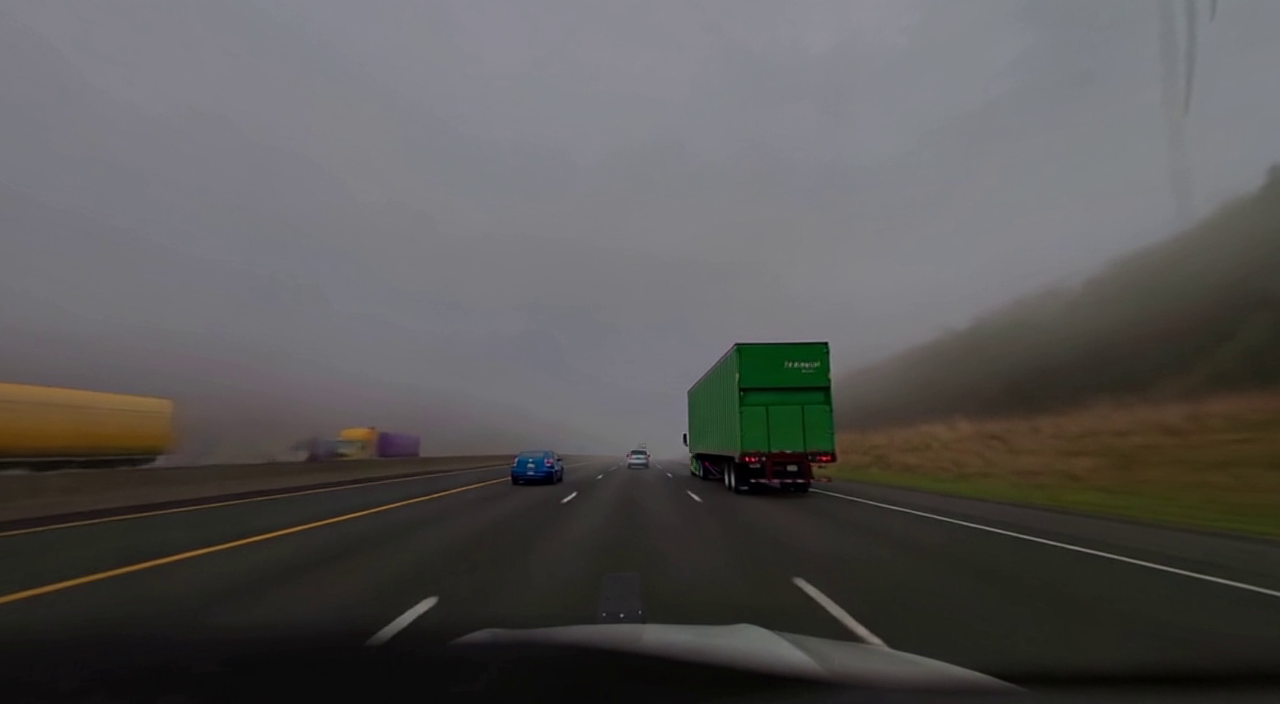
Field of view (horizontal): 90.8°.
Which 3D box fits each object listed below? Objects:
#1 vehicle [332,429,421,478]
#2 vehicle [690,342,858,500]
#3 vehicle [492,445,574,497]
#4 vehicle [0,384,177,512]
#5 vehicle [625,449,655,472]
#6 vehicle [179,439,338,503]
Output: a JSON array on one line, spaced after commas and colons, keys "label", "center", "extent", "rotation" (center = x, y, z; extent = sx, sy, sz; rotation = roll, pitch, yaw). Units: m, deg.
[{"label": "vehicle", "center": [-19.269, 7.540, 46.888], "extent": [2.910, 3.234, 8.361], "rotation": [0, -9, 0]}, {"label": "vehicle", "center": [3.907, 2.781, 22.722], "extent": [2.947, 3.989, 13.568], "rotation": [0, -9, 0]}, {"label": "vehicle", "center": [-3.431, 3.902, 21.042], "extent": [1.952, 1.521, 4.095], "rotation": [0, -9, 1]}, {"label": "vehicle", "center": [-20.819, 2.827, 18.530], "extent": [2.876, 3.822, 15.372], "rotation": [0, -9, 0]}, {"label": "vehicle", "center": [-0.007, 7.218, 42.115], "extent": [1.931, 1.453, 3.695], "rotation": [0, -9, -1]}, {"label": "vehicle", "center": [-11.629, 3.640, 19.744], "extent": [2.054, 1.737, 4.620], "rotation": [0, -9, 0]}]
